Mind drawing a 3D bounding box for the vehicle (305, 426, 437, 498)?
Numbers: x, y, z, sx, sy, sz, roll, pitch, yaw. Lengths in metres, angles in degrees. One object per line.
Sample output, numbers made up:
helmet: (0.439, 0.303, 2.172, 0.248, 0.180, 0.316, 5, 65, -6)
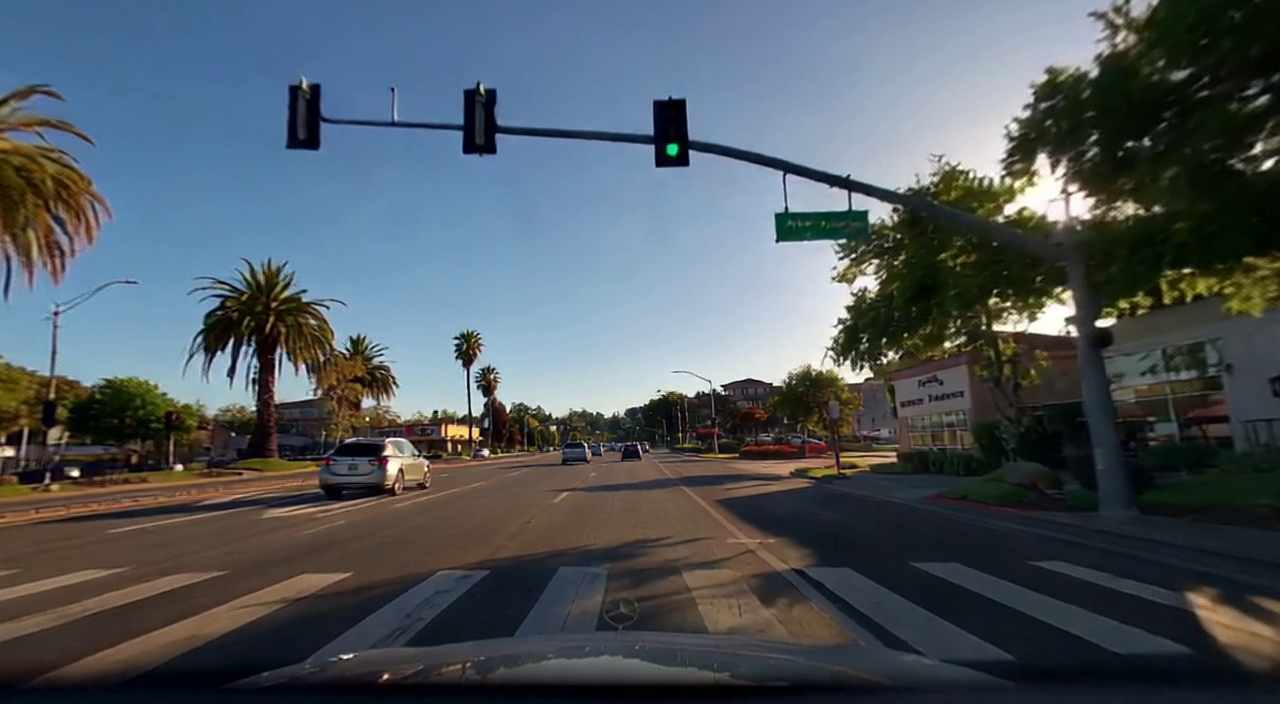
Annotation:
vehicle: (-7.292, 3.029, 17.713, 2.022, 1.746, 4.406, 0, -9, -4)

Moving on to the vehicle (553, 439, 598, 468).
vehicle: (-3.564, 5.701, 35.607, 2.181, 1.483, 4.123, 0, -9, -1)
